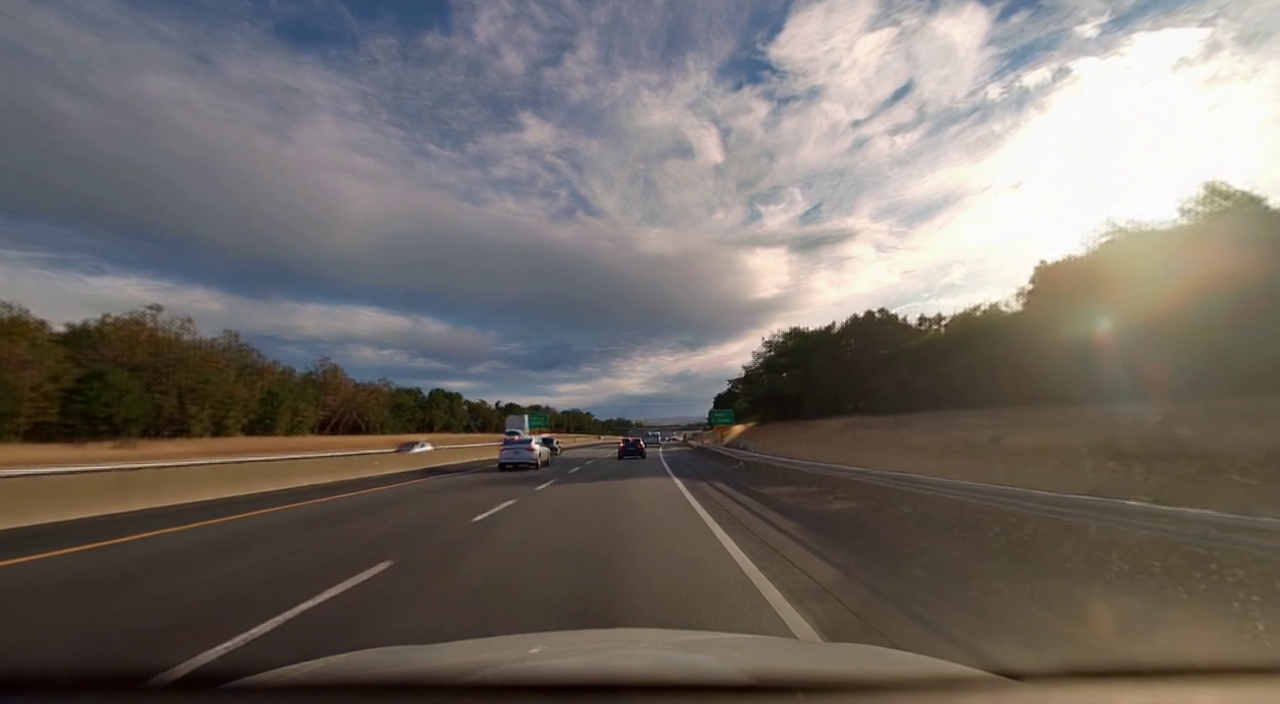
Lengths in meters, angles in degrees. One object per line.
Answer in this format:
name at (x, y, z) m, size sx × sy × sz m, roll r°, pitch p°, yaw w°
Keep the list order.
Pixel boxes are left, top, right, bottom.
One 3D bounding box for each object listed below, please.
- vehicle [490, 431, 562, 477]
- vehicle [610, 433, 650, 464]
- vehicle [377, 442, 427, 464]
vehicle at (-4.542, 4.140, 25.784) m, size 2.075 × 1.653 × 4.317 m, roll -1°, pitch -8°, yaw 2°
vehicle at (-0.558, 5.487, 36.058) m, size 2.146 × 1.636 × 4.026 m, roll -1°, pitch -8°, yaw 0°
vehicle at (-16.623, 7.053, 44.130) m, size 1.803 × 1.451 × 4.112 m, roll -1°, pitch -8°, yaw 2°
